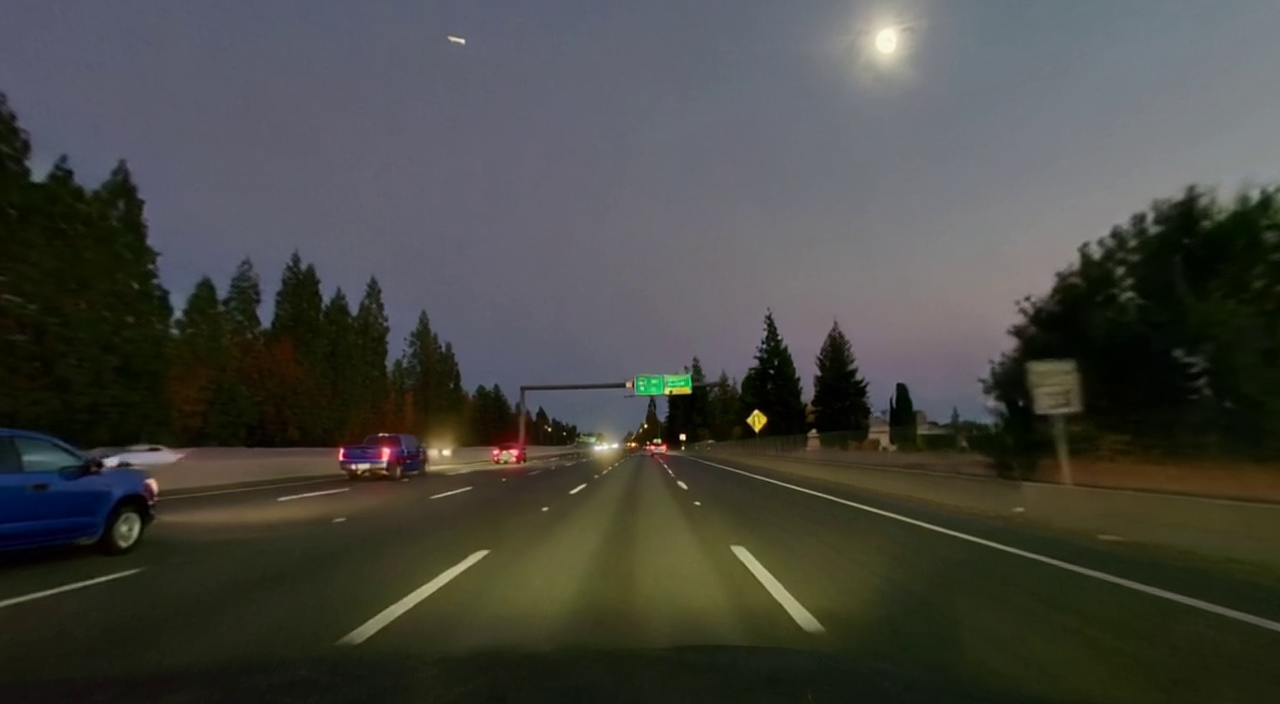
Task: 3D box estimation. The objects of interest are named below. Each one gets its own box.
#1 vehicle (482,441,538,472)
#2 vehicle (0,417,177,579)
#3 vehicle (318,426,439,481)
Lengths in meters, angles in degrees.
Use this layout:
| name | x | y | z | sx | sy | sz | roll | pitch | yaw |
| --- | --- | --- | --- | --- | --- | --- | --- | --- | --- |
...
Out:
| name | x | y | z | sx | sy | sz | roll | pitch | yaw |
| --- | --- | --- | --- | --- | --- | --- | --- | --- | --- |
| vehicle | -6.693 | 5.395 | 32.814 | 1.919 | 1.499 | 4.234 | 0 | -8 | 1 |
| vehicle | -7.239 | 1.411 | 6.044 | 1.965 | 1.567 | 4.686 | 0 | -8 | 1 |
| vehicle | -10.567 | 4.165 | 26.152 | 2.347 | 1.984 | 5.778 | 0 | -8 | 2 |
